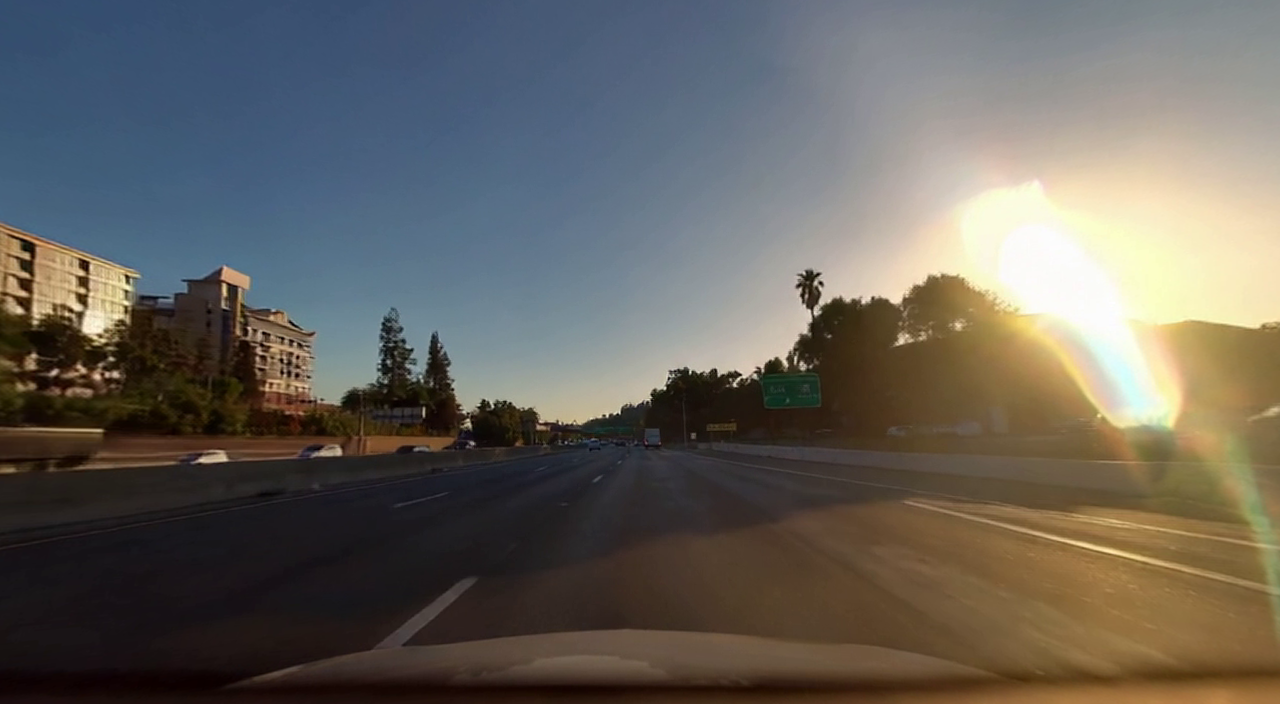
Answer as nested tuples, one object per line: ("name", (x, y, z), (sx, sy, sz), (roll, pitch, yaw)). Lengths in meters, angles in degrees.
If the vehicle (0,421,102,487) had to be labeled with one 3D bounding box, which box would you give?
("vehicle", (-34.512, 5.467, 33.555), (2.715, 3.362, 9.663), (-1, -8, 1))
